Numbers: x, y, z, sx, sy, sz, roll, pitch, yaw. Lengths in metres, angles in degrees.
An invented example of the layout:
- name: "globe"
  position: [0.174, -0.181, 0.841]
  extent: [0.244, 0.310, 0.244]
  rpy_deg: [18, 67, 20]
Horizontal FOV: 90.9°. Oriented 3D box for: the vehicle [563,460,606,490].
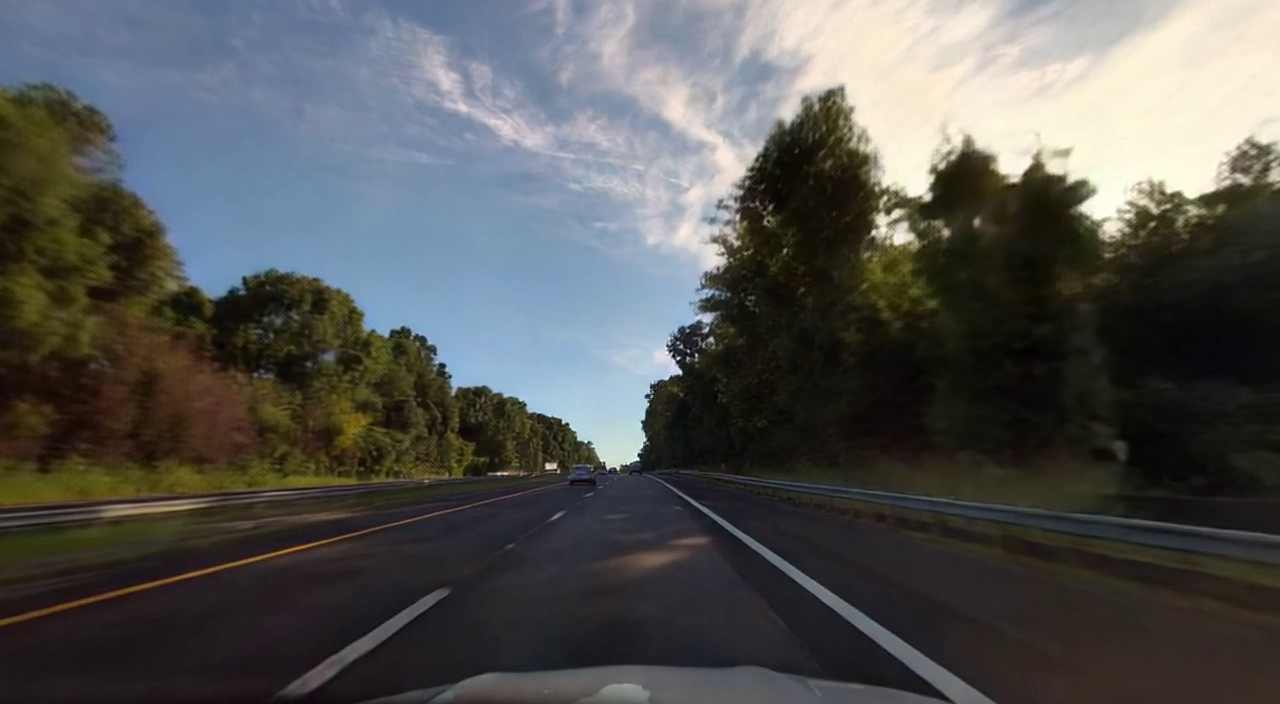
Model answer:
- name: "vehicle"
  position: [-3.054, 6.898, 35.424]
  extent: [1.900, 1.550, 4.146]
  rpy_deg: [1, -10, 1]
